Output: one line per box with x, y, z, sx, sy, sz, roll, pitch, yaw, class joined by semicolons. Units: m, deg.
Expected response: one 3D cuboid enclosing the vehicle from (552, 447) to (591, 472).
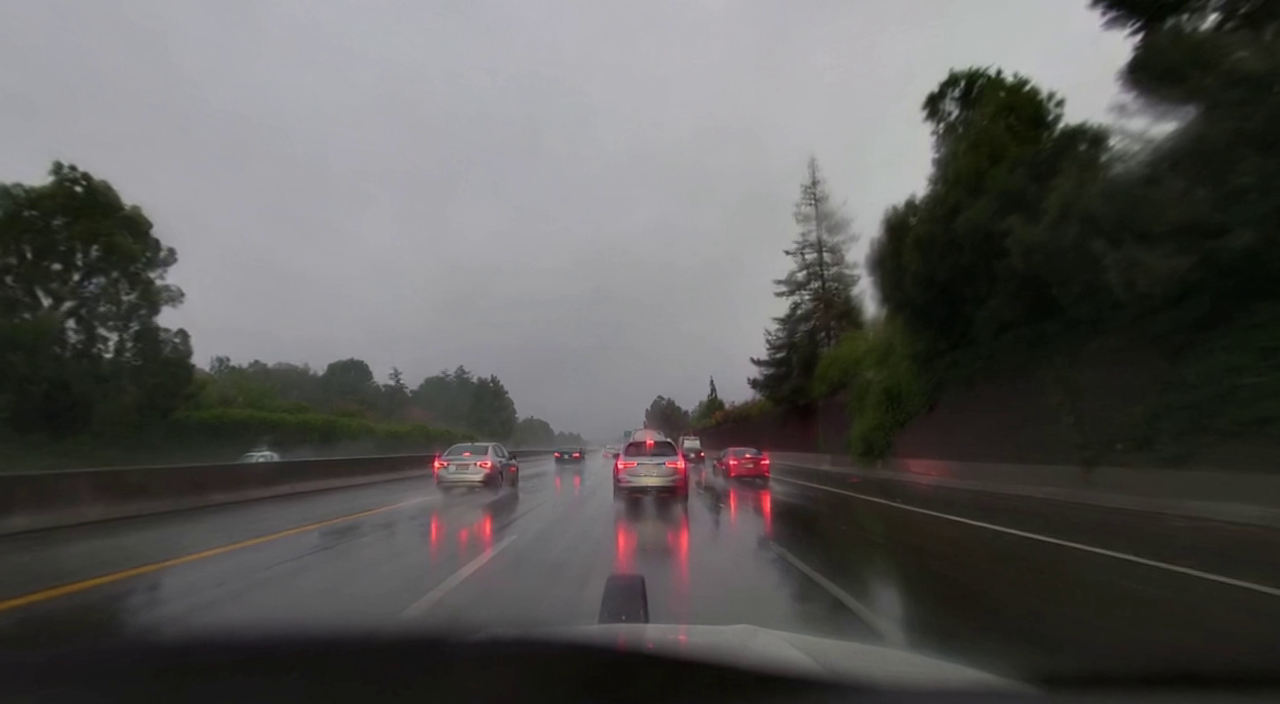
-4.091;6.507;38.286;1.910;1.468;3.781;0;-9;1;vehicle

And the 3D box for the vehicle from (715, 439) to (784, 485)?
4.120;4.205;24.254;1.905;1.590;3.746;0;-9;-1;vehicle

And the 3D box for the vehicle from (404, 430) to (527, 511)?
-4.110;2.855;15.540;1.890;1.708;3.844;0;-9;0;vehicle

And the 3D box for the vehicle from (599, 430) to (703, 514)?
0.223;2.731;14.725;2.093;1.695;3.782;0;-9;0;vehicle
